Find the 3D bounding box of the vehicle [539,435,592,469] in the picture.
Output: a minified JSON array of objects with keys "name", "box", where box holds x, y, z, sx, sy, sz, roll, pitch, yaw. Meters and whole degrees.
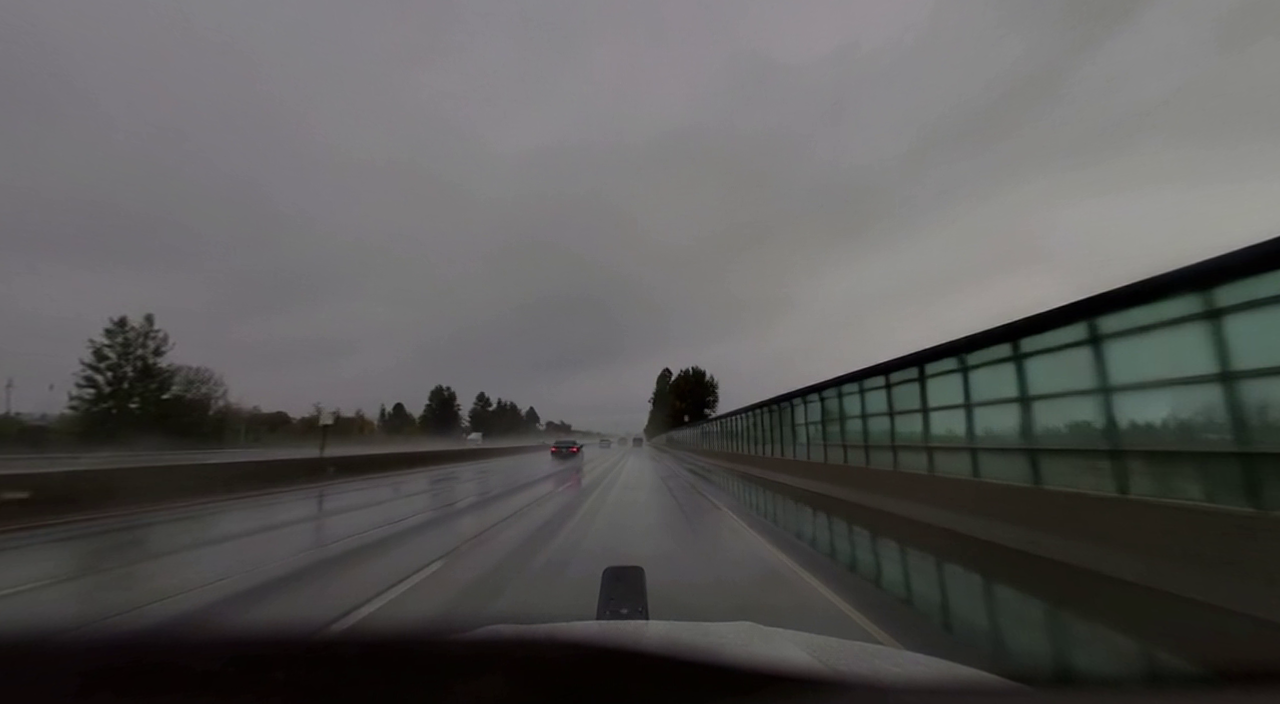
[{"name":"vehicle","box":[-3.546,4.884,30.726,2.059,1.541,4.296,0,-8,0]}]
